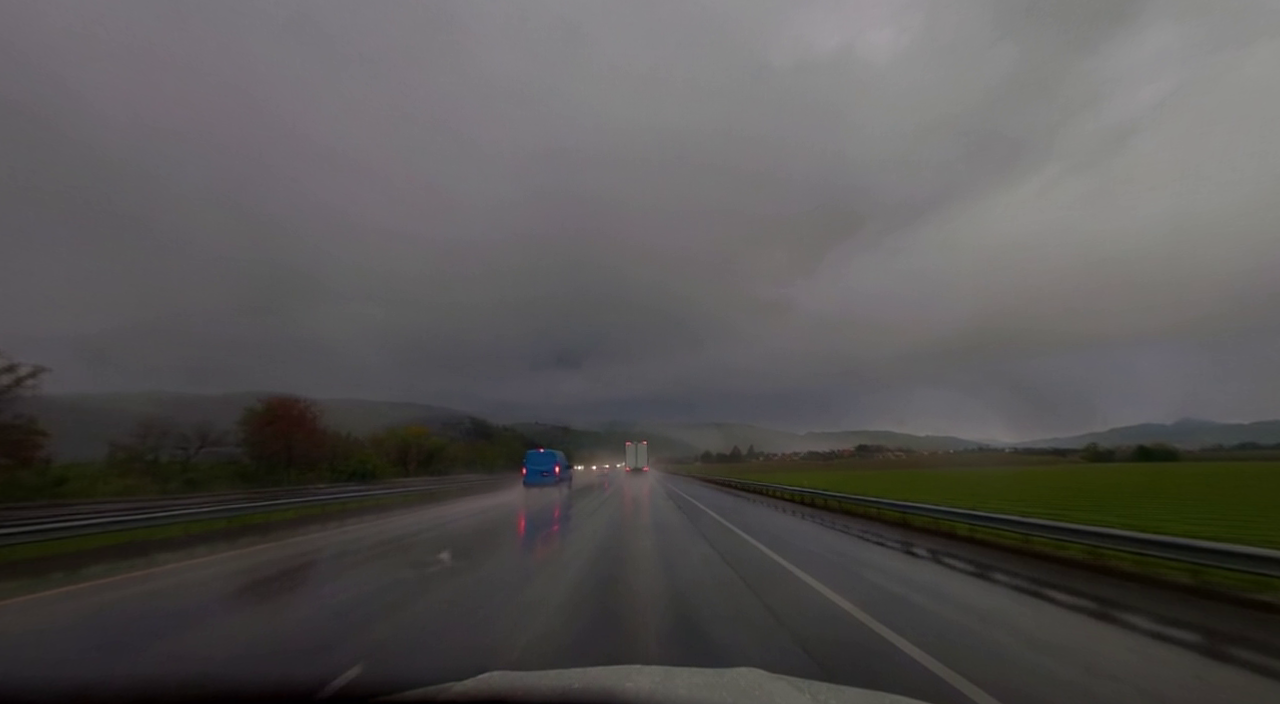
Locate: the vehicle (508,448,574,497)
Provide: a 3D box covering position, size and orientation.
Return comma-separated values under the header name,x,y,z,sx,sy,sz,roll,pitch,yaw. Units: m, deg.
name,x,y,z,sx,sy,sz,roll,pitch,yaw
vehicle,-4.320,5.389,28.372,2.208,1.973,4.716,1,-10,0
